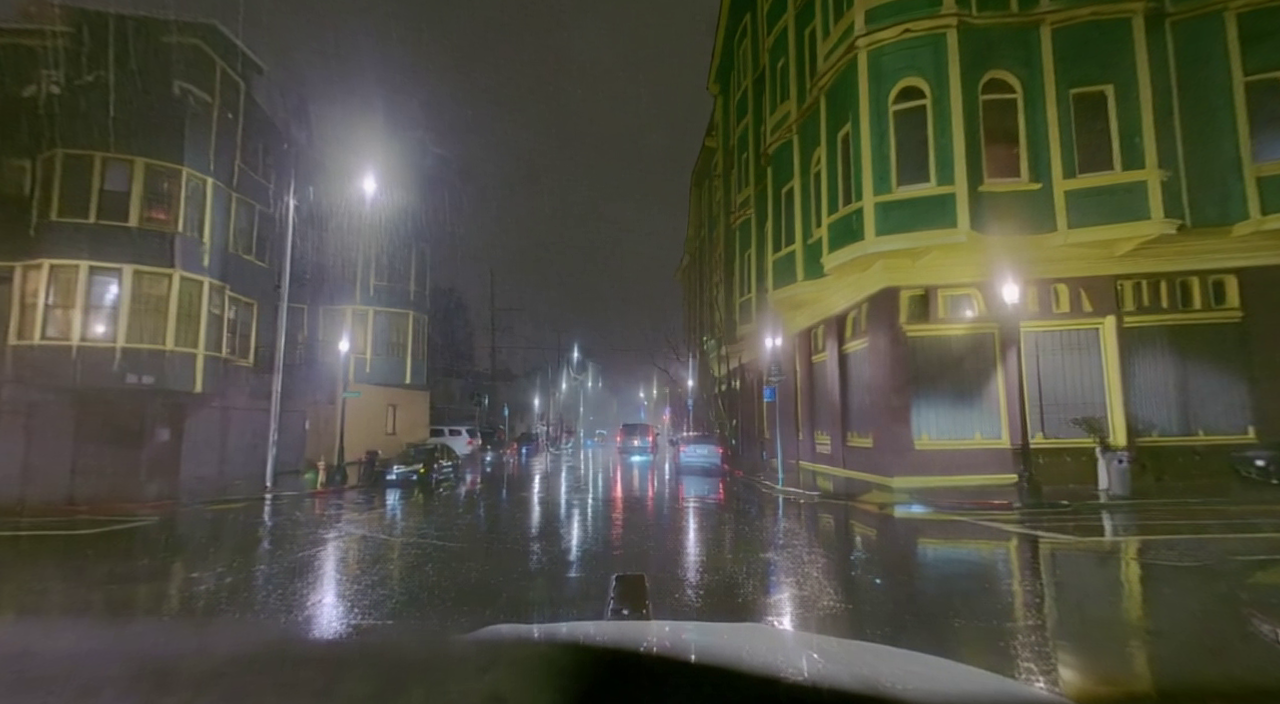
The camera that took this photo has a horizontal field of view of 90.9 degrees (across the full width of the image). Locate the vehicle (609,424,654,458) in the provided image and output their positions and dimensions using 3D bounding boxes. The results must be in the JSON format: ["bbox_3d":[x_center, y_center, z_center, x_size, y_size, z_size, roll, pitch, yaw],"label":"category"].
[{"bbox_3d":[-0.486,5.159,36.493,2.412,1.834,4.636,0,-8,0],"label":"vehicle"}]

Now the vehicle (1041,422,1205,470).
[{"bbox_3d":[15.288,3.011,20.126,3.752,1.453,1.709,0,-9,2],"label":"vehicle"}]

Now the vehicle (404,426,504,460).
[{"bbox_3d":[-11.429,5.594,38.878,5.540,1.950,2.113,4,-12,-28],"label":"vehicle"}]

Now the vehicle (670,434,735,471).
[{"bbox_3d":[2.560,4.300,27.091,2.290,1.456,4.503,0,-9,-1],"label":"vehicle"}]
